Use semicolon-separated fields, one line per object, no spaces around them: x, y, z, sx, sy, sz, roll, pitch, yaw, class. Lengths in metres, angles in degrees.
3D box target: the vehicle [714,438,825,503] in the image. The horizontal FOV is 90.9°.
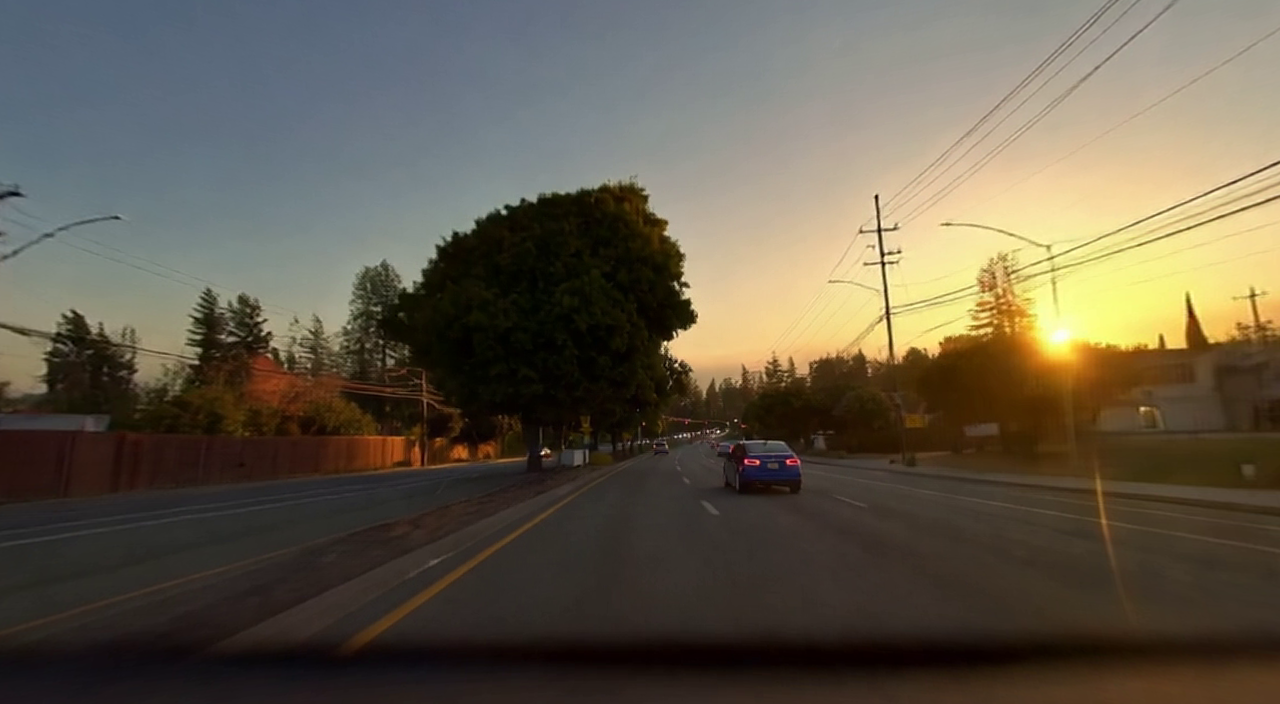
3.254;3.062;16.806;2.063;1.481;4.247;0;-8;0;vehicle
